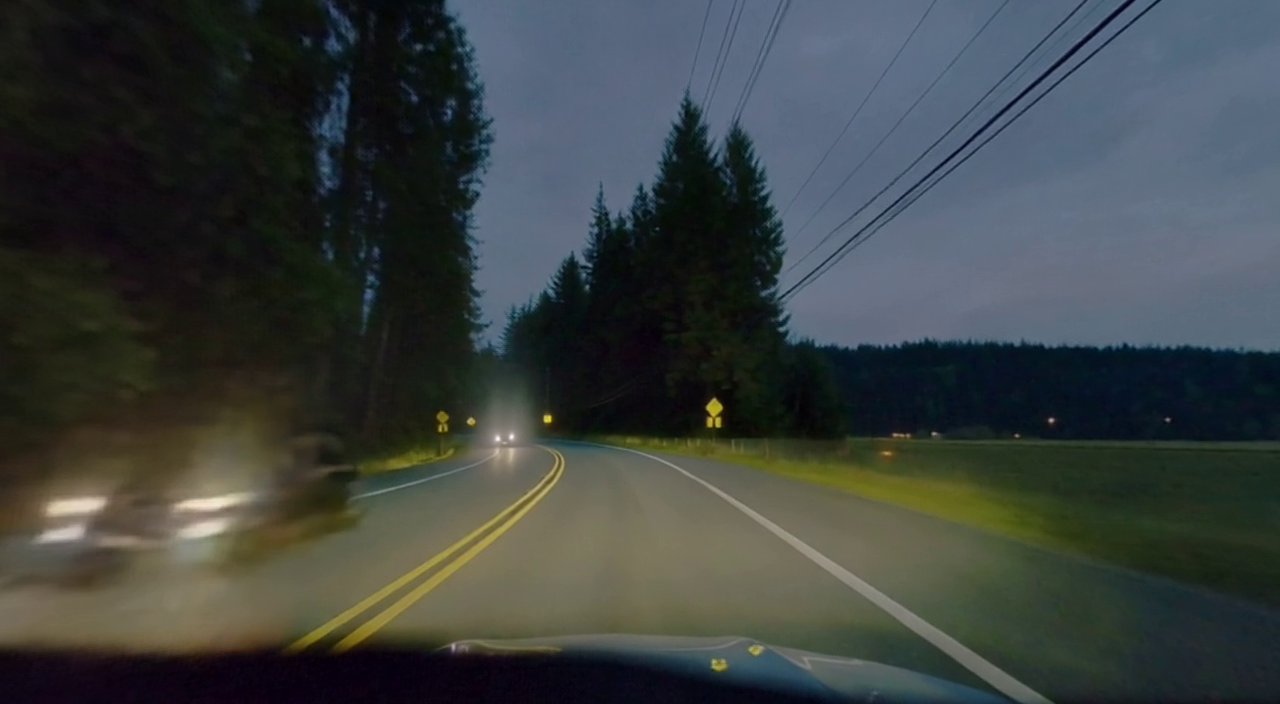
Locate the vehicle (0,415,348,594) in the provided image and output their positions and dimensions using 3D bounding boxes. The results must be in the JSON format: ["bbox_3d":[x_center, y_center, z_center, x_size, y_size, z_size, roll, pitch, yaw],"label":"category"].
[{"bbox_3d":[-5.422,1.576,7.419,2.060,1.466,4.263,0,-8,-2],"label":"vehicle"}]
